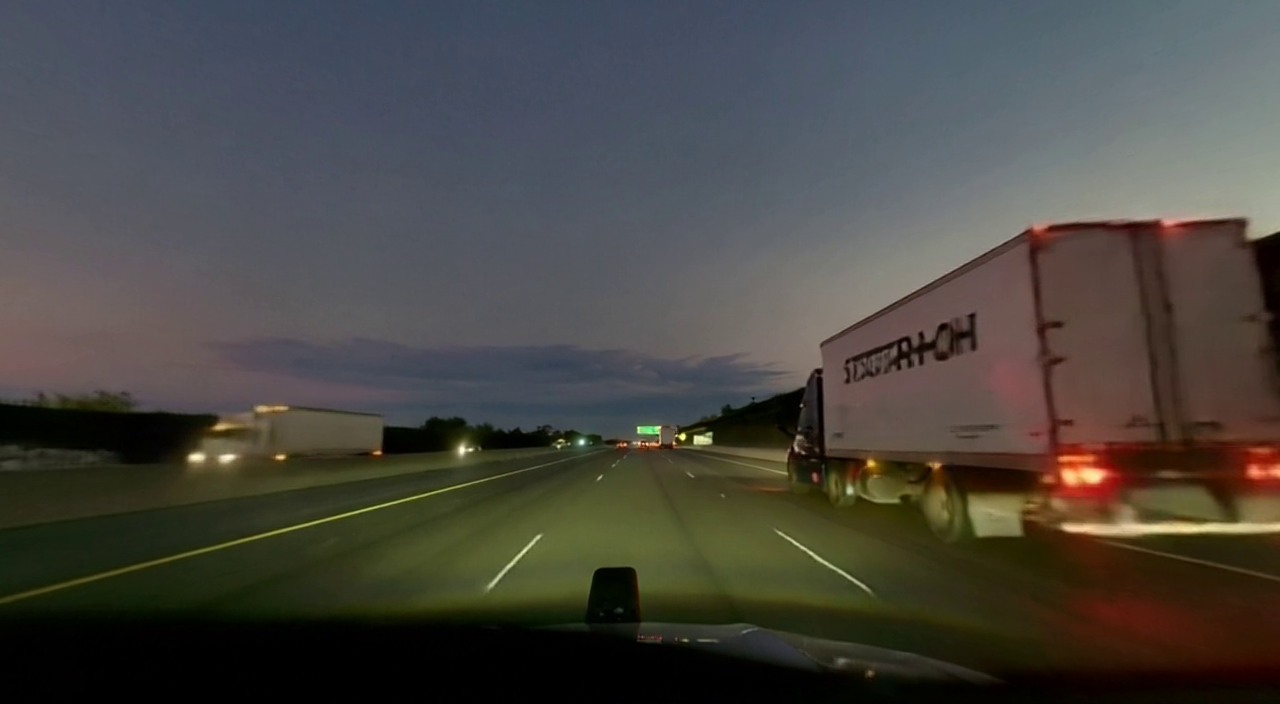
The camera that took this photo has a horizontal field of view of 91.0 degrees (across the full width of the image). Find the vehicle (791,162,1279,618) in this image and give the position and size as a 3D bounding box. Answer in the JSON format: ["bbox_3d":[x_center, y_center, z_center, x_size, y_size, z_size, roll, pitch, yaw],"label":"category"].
[{"bbox_3d":[5.343,0.923,10.042,2.949,3.470,10.539,0,-8,-2],"label":"vehicle"}]

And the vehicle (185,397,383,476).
[{"bbox_3d":[-21.264,5.387,39.974,3.085,3.910,16.801,0,-8,-1],"label":"vehicle"}]
